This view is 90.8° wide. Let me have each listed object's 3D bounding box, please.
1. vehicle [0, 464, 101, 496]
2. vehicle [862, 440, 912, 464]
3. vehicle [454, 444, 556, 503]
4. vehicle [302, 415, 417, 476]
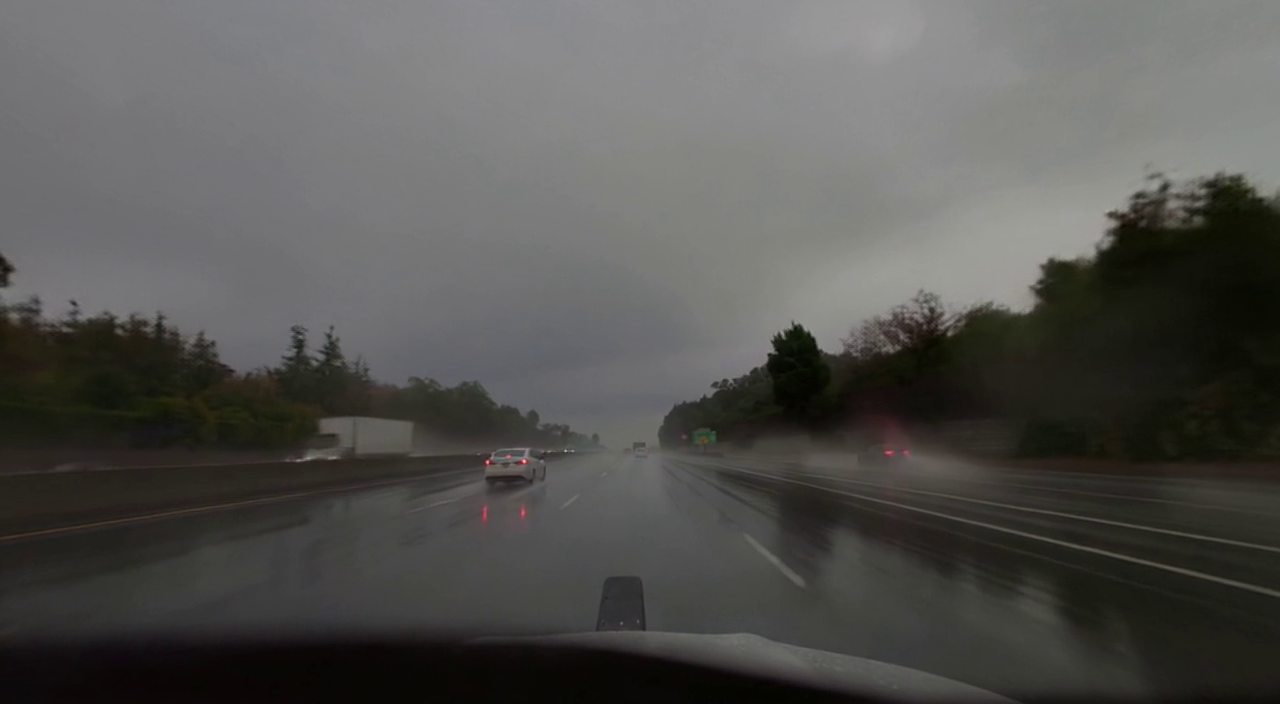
[{"bbox_3d":[-31.372,6.693,33.324,1.998,1.470,4.302,0,-9,-2],"label":"vehicle"},{"bbox_3d":[18.504,7.502,47.410,1.925,1.648,4.367,0,-9,-1],"label":"vehicle"},{"bbox_3d":[-3.676,3.400,18.090,1.873,1.438,4.546,0,-9,1],"label":"vehicle"},{"bbox_3d":[-20.471,7.054,47.365,3.002,3.888,12.377,0,-9,0],"label":"vehicle"}]
